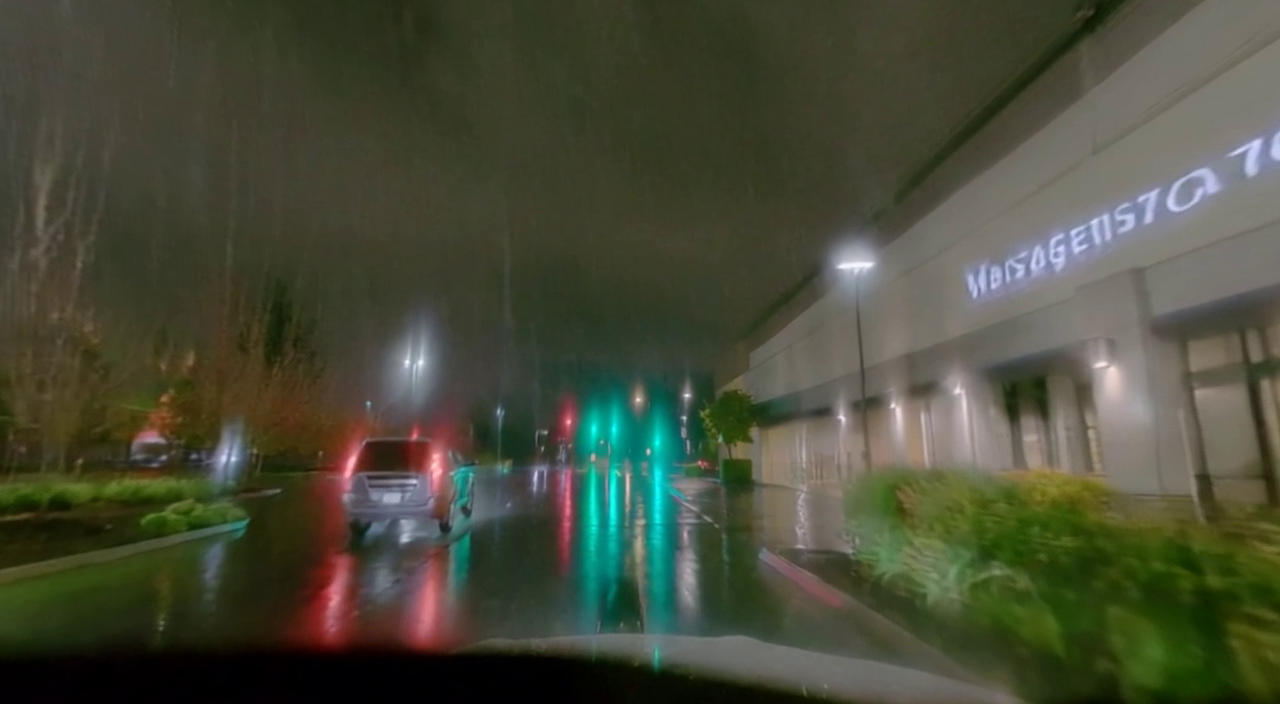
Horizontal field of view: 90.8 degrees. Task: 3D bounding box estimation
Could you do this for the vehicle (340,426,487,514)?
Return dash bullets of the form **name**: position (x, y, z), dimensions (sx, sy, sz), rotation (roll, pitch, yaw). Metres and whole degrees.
- **vehicle**: position (-5.251, 2.819, 15.440), dimensions (2.180, 1.806, 4.541), rotation (1, -9, -4)
